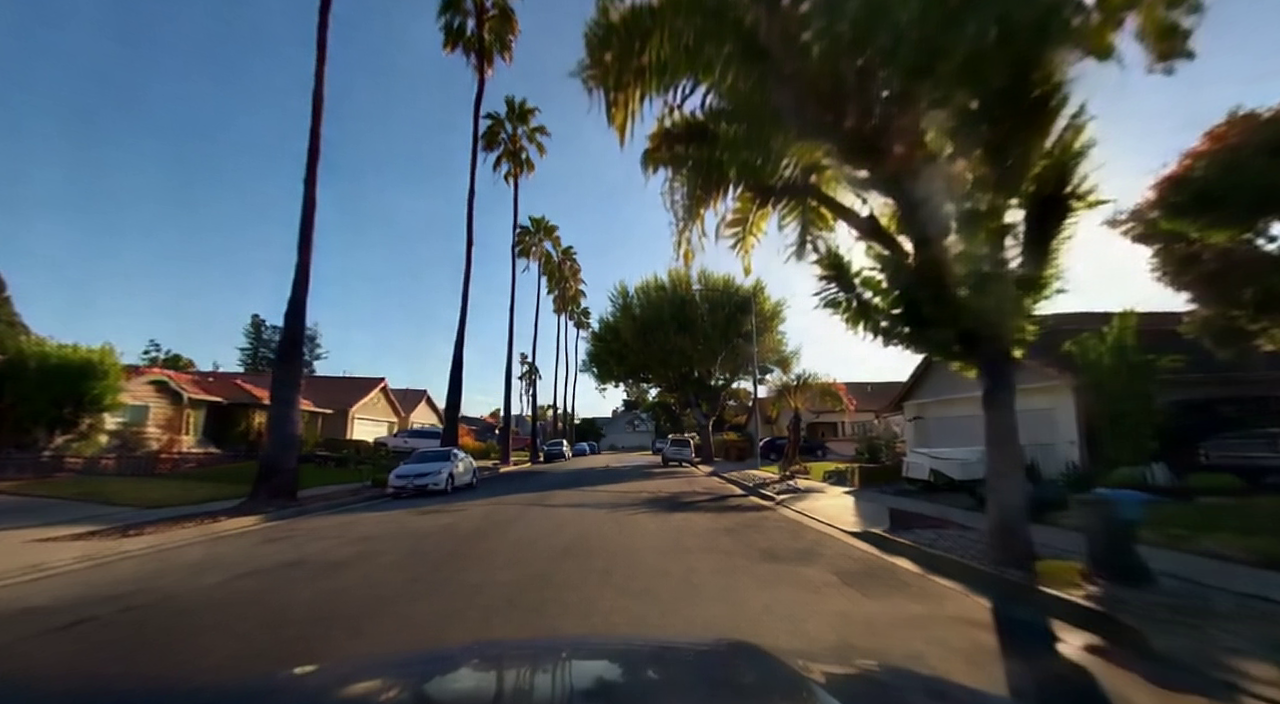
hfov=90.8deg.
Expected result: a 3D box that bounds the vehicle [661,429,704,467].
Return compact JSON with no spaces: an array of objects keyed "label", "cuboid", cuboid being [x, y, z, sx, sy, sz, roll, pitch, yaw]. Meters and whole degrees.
[{"label":"vehicle","cuboid":[2.468,5.775,38.040,2.184,2.038,6.212,0,-8,0]}]

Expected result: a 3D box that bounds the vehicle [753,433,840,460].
[{"label":"vehicle","cuboid":[9.099,5.554,36.982,4.643,1.520,1.826,0,-8,1]}]

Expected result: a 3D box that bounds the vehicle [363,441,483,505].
[{"label":"vehicle","cuboid":[-5.899,3.295,17.807,1.949,1.511,4.466,0,-8,-2]}]

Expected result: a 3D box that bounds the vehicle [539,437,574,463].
[{"label":"vehicle","cuboid":[-6.127,7.222,46.862,2.147,1.823,4.725,0,-7,-3]}]

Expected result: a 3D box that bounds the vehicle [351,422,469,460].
[{"label":"vehicle","cuboid":[-12.165,4.769,33.786,5.340,1.948,2.398,0,-9,-1]}]
